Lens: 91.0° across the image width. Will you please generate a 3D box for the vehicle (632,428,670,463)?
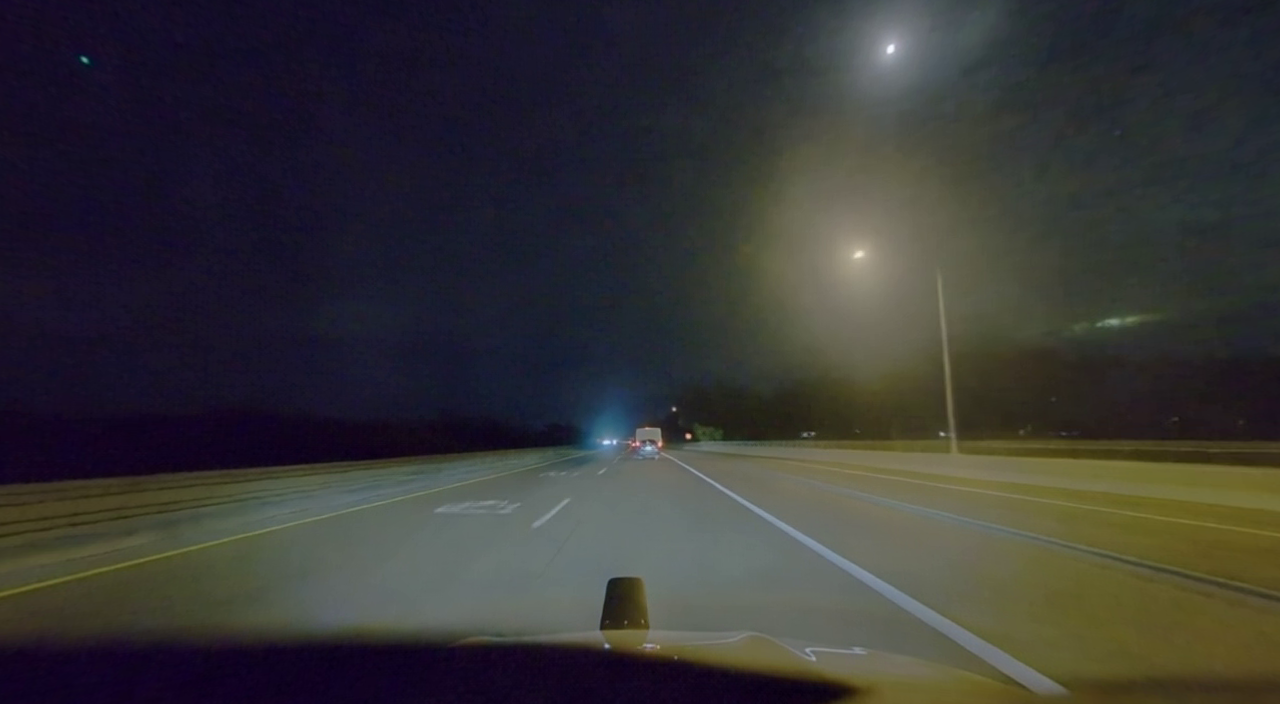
[{"bbox_3d":[0.730,6.100,41.049,2.277,2.109,4.922,0,-8,1],"label":"vehicle"}]
